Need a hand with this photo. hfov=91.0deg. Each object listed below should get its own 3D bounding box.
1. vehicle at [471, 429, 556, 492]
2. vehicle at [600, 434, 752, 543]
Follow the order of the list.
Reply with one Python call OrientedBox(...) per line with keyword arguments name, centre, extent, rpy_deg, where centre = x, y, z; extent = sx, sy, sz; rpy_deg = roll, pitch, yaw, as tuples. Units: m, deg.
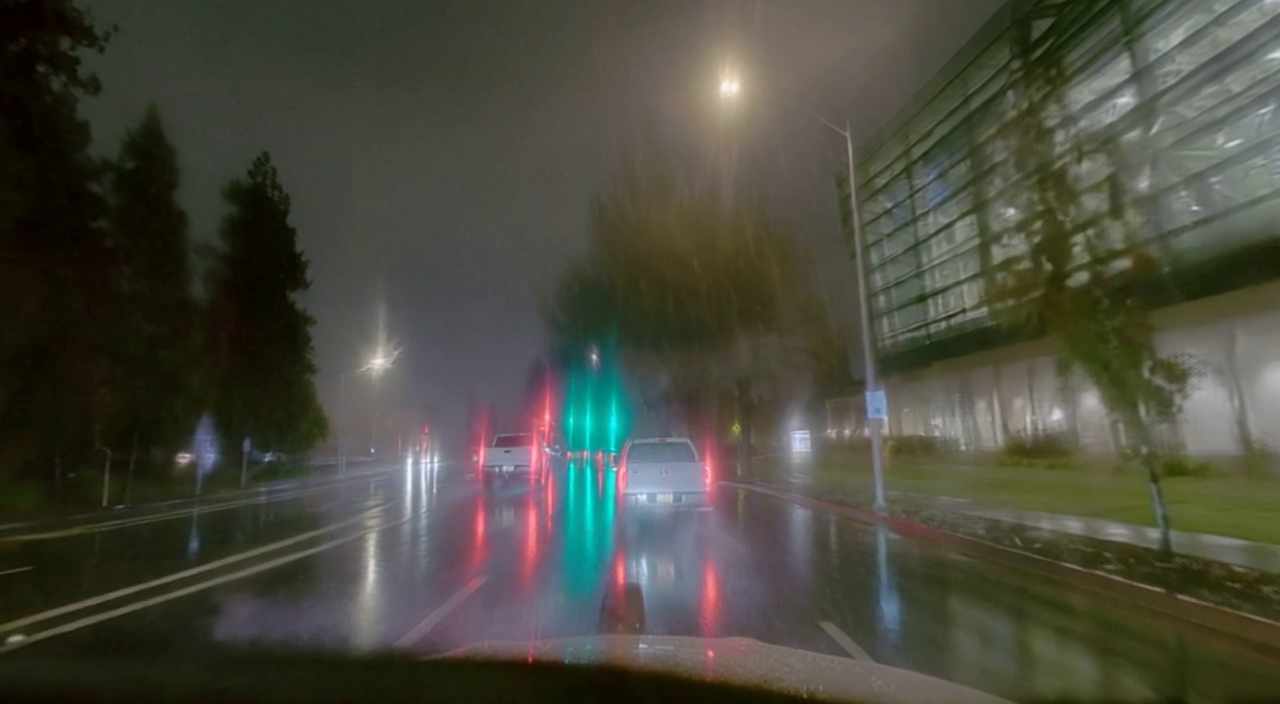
OrientedBox(name="vehicle", centre=(-4.482, 3.952, 23.296), extent=(2.512, 1.992, 5.725), rpy_deg=(1, -9, -6))
OrientedBox(name="vehicle", centre=(0.387, 2.251, 11.047), extent=(2.142, 1.528, 4.133), rpy_deg=(1, -9, -4))
